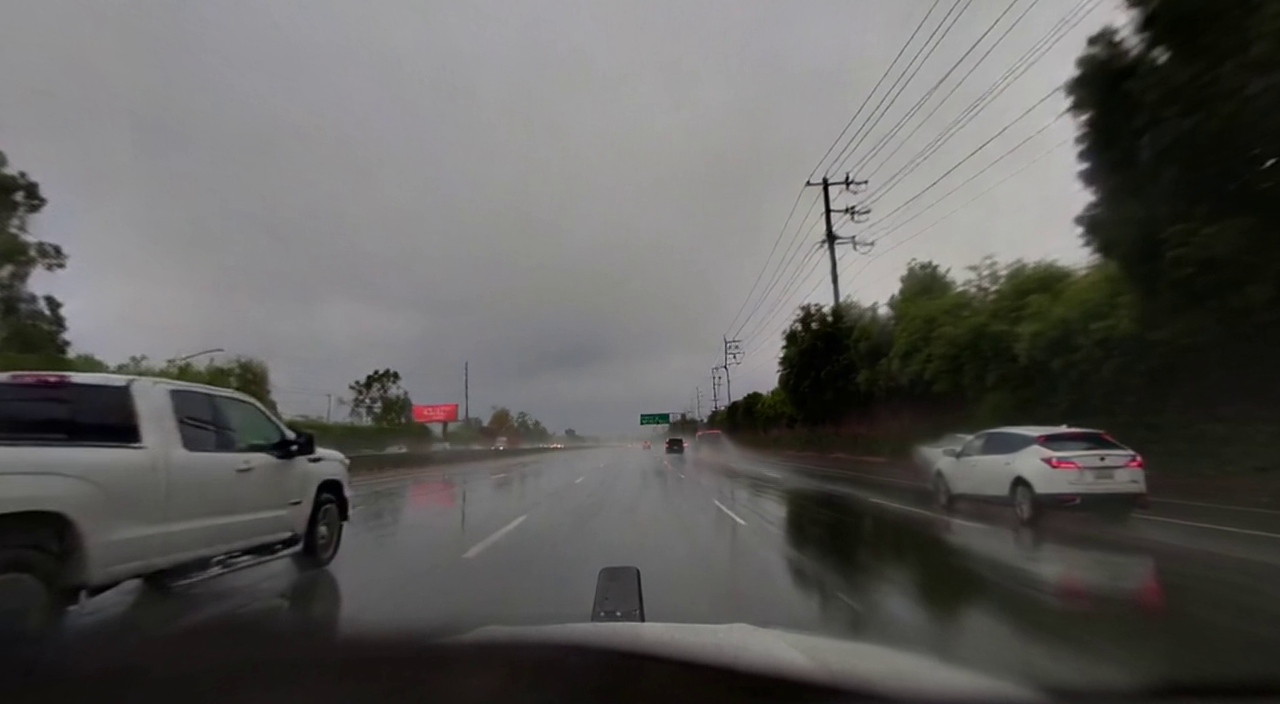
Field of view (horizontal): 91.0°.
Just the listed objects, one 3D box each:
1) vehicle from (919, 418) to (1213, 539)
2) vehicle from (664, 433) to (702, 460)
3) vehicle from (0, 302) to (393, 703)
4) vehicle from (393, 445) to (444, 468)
[{"bbox_3d":[6.872,2.067,10.935,1.976,1.646,4.370,0,-8,-1],"label":"vehicle"},{"bbox_3d":[3.329,7.458,49.616,2.484,2.024,5.265,0,-8,-1],"label":"vehicle"},{"bbox_3d":[-4.485,1.033,4.976,2.508,2.023,6.176,0,-8,0],"label":"vehicle"},{"bbox_3d":[-14.790,6.960,42.229,1.857,1.461,4.195,0,-8,1],"label":"vehicle"}]
